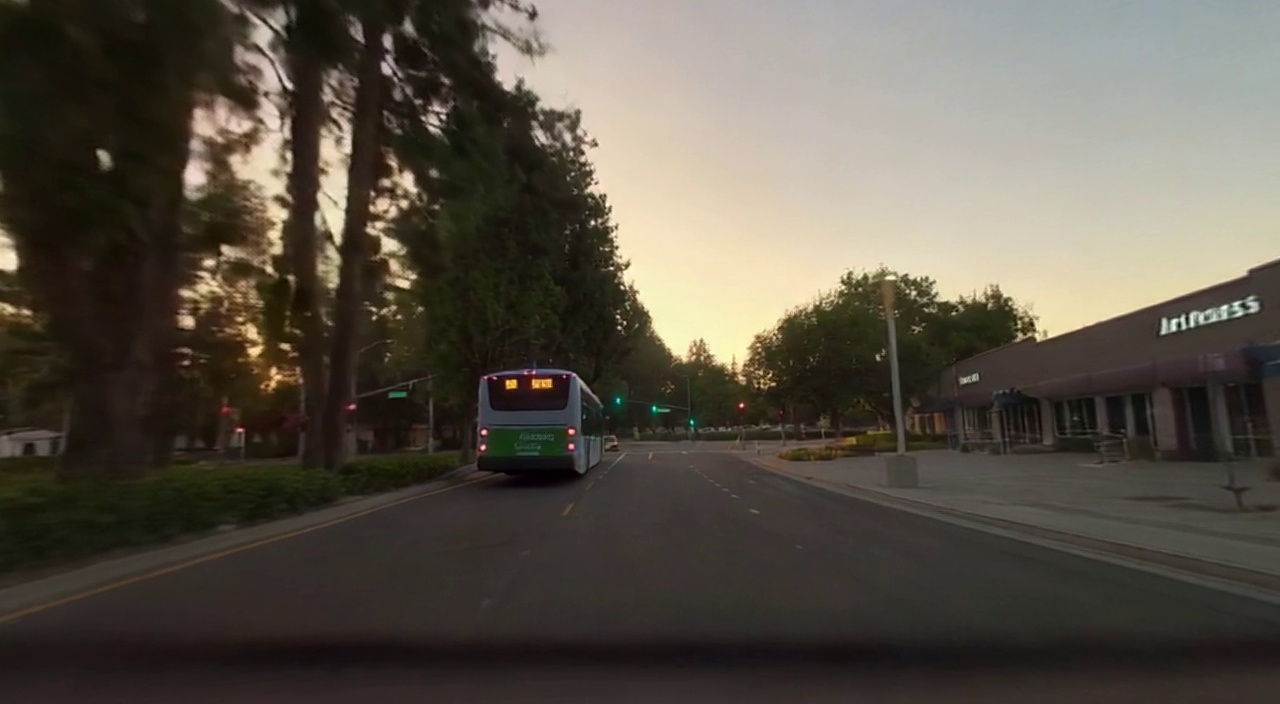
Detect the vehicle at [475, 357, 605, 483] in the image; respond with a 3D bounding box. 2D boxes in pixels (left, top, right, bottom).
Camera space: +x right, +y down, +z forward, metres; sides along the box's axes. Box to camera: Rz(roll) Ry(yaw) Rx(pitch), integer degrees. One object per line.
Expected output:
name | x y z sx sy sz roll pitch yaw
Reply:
vehicle | -3.026 2.660 22.696 3.031 3.429 11.005 0 -9 -1
